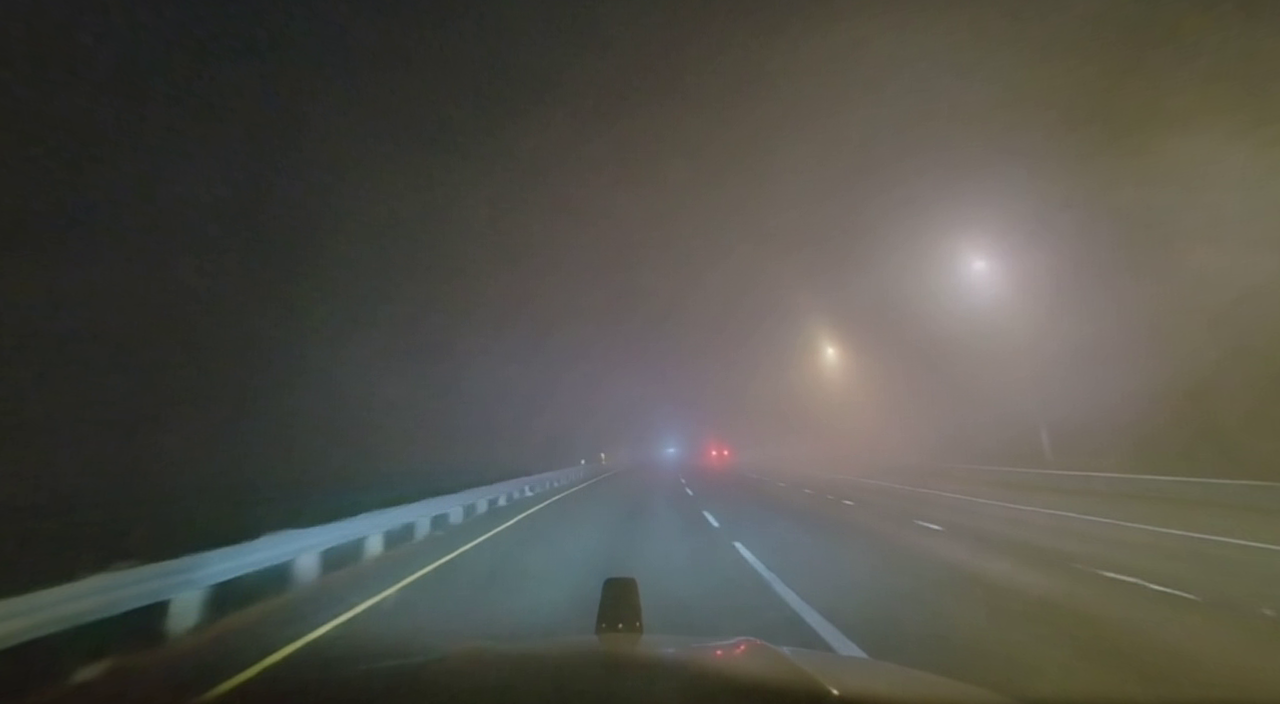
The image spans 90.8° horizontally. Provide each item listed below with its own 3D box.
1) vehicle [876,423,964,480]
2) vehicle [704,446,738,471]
[{"bbox_3d":[13.196,4.718,30.004,3.055,2.511,2.572,-1,-9,6],"label":"vehicle"},{"bbox_3d":[5.176,6.867,40.771,1.874,1.506,4.116,-1,-9,3],"label":"vehicle"}]
